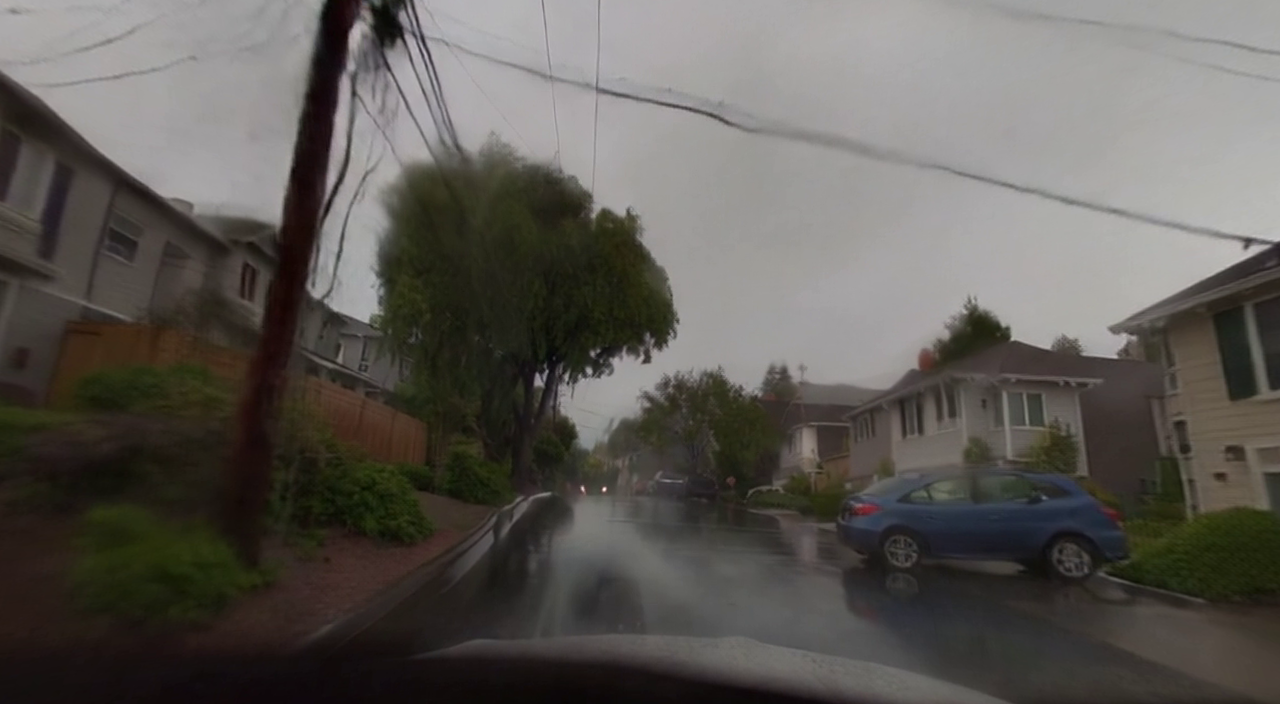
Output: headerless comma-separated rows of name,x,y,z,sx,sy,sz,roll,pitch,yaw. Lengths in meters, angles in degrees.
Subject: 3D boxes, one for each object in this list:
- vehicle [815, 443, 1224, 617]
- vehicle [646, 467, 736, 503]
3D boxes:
vehicle,5.082,2.389,8.992,4.501,1.678,2.078,6,-9,0
vehicle,2.638,7.023,33.478,4.413,1.728,1.869,1,-9,-9
